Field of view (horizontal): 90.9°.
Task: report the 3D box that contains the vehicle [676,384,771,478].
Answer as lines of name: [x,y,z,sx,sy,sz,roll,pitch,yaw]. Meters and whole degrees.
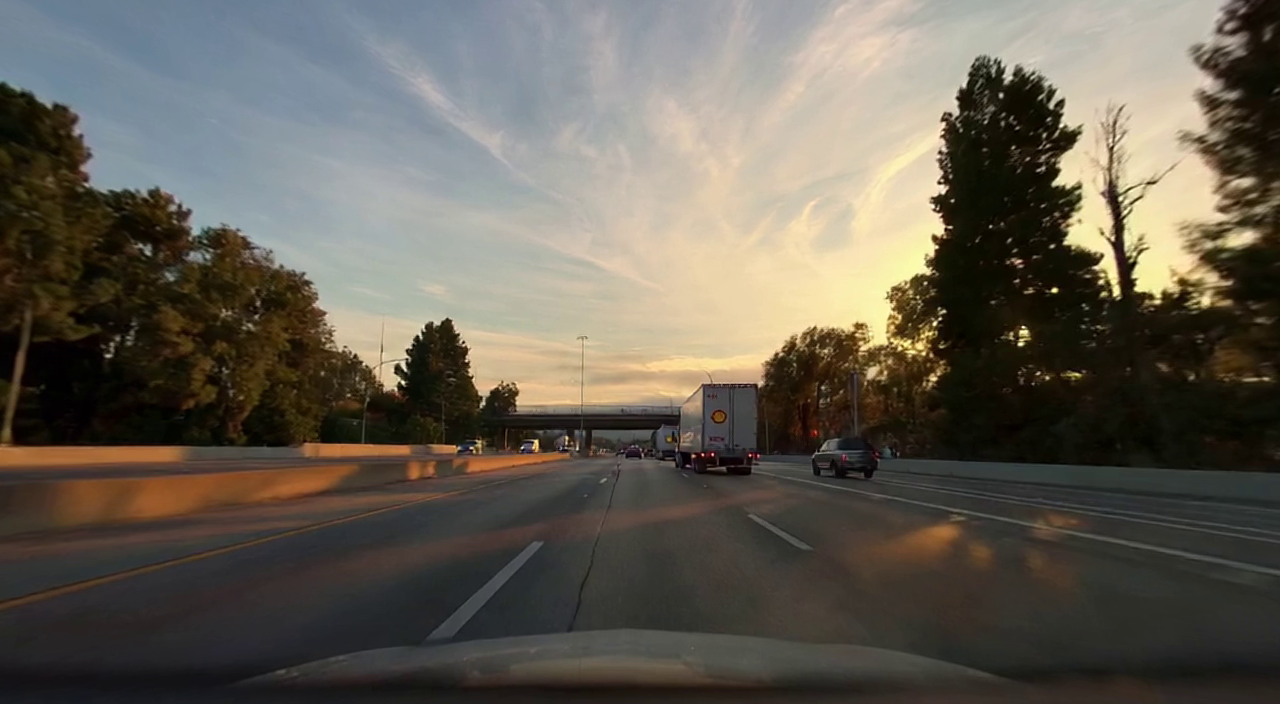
vehicle: [3.950,4.421,33.873,2.922,3.987,14.038,0,-9,-1]
